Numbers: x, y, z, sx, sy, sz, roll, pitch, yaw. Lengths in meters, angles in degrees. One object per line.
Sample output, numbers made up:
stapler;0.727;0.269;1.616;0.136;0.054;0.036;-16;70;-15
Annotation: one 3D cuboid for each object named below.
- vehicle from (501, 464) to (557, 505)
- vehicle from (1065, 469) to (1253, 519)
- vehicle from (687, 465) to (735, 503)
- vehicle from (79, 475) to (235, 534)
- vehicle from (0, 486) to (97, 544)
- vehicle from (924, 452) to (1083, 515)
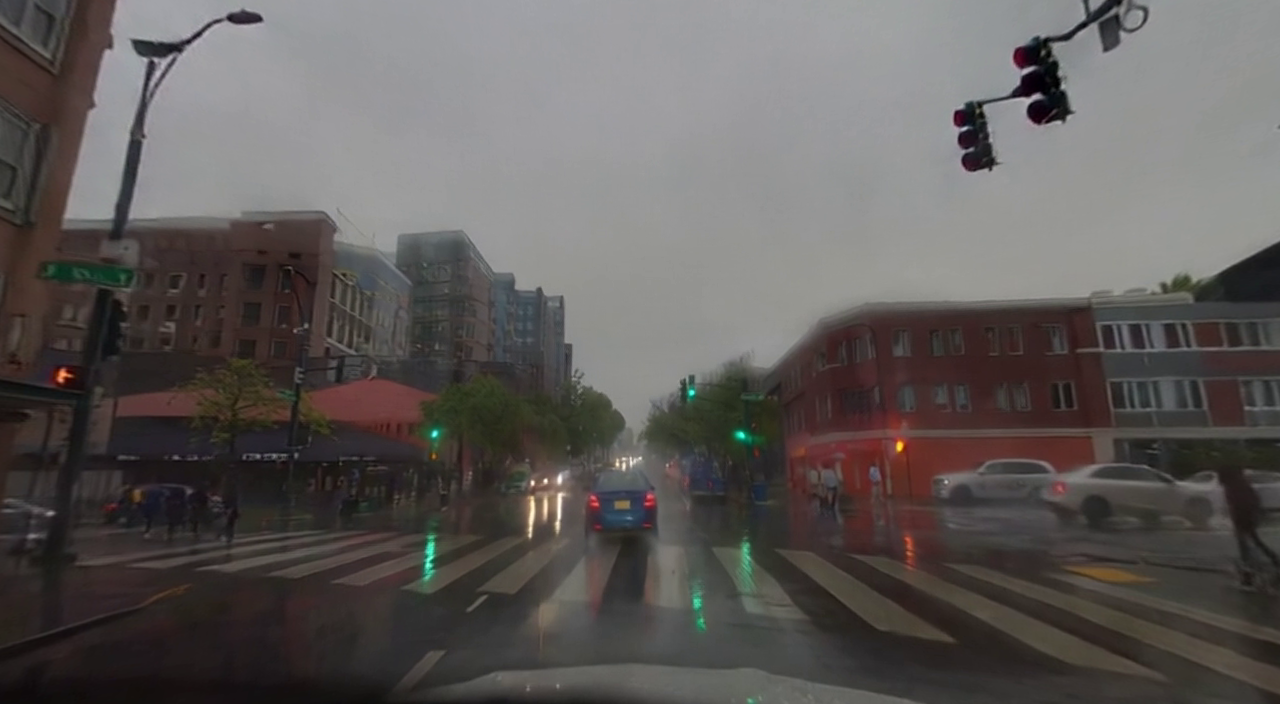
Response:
vehicle;-6.021;7.232;34.812;2.226;1.896;4.438;-1;-8;1
vehicle;20.805;5.701;25.515;5.345;1.747;2.410;-1;-8;2
vehicle;3.802;7.171;34.552;1.908;1.741;4.066;-1;-8;-3
vehicle;-19.495;6.148;25.601;4.750;2.083;2.002;-2;-8;3
vehicle;-25.358;6.593;25.616;4.588;2.048;2.110;-1;-8;1
vehicle;14.685;5.314;25.716;4.974;2.266;2.324;-1;-8;-1
